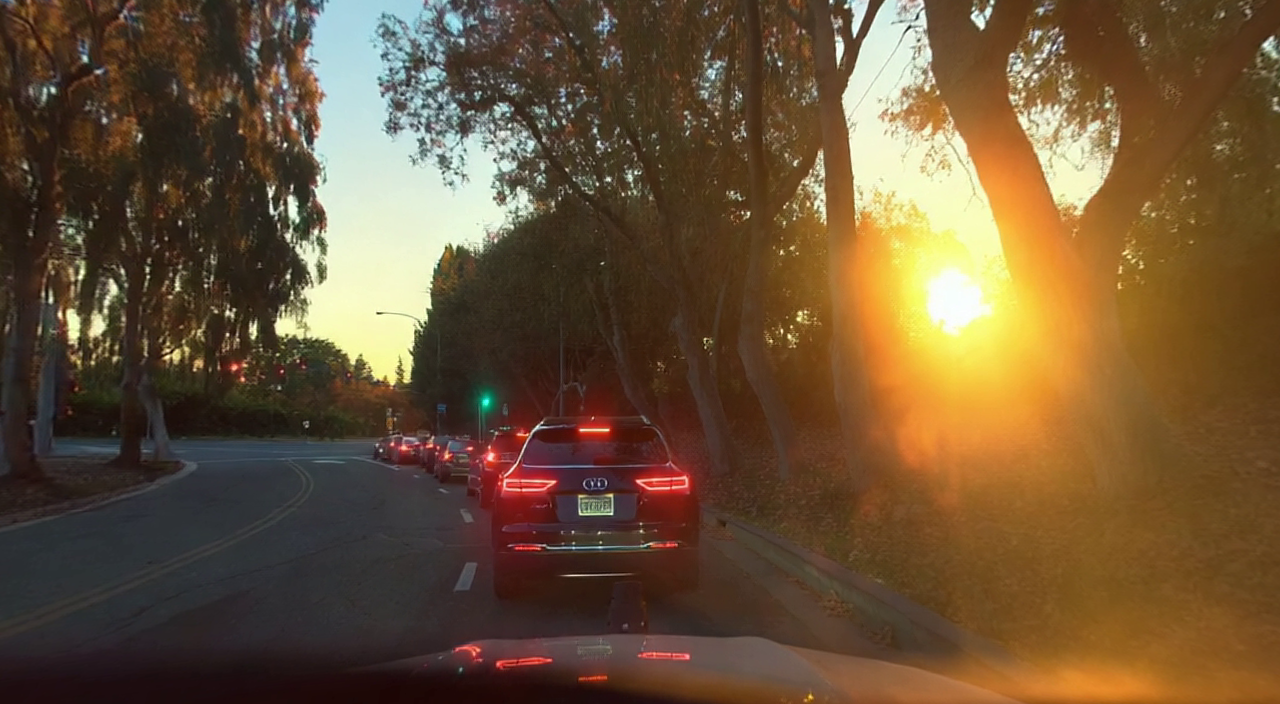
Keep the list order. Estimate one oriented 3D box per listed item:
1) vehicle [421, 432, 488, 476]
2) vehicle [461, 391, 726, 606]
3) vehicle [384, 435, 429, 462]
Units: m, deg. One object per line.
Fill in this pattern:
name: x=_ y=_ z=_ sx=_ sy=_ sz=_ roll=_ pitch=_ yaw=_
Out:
vehicle: x=-7.282 y=3.937 z=24.490 sx=1.902 sy=1.536 sz=3.662 roll=4 pitch=-9 yaw=-25
vehicle: x=-0.677 y=1.462 z=7.204 sx=2.134 sy=1.671 sz=4.147 roll=1 pitch=-8 yaw=-9
vehicle: x=-13.754 y=5.638 z=36.908 sx=1.863 sy=1.488 sz=4.426 roll=4 pitch=-9 yaw=-27
